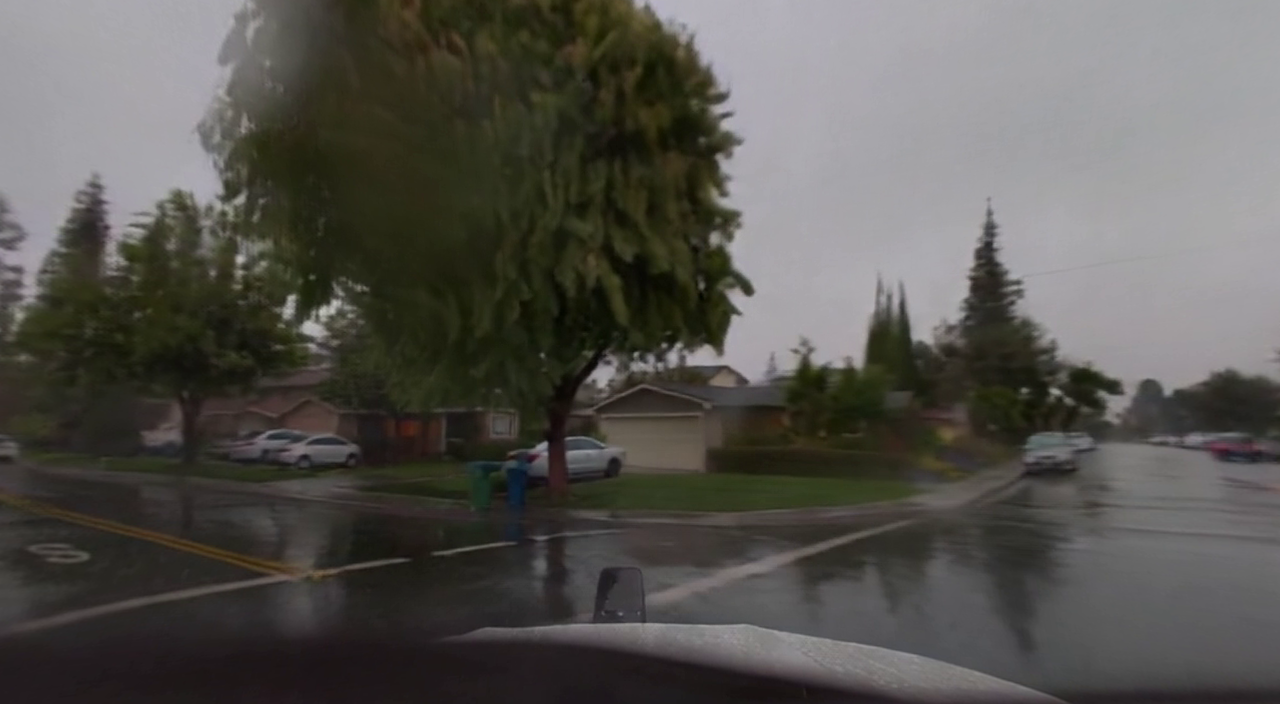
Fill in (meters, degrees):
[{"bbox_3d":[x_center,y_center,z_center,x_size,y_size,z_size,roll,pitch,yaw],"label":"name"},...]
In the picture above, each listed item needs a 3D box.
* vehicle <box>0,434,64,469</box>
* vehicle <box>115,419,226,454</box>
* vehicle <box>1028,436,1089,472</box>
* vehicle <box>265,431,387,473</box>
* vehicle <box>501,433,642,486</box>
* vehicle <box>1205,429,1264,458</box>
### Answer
[{"bbox_3d":[-28.767,4.558,29.161,4.698,1.506,2.009,-5,-10,34],"label":"vehicle"},{"bbox_3d":[-28.344,5.123,38.317,2.181,1.911,4.861,-7,-10,36],"label":"vehicle"},{"bbox_3d":[19.475,4.704,29.310,2.075,1.551,4.074,-6,-10,35],"label":"vehicle"},{"bbox_3d":[-13.554,4.331,27.493,1.978,1.666,4.230,-6,-11,37],"label":"vehicle"},{"bbox_3d":[-2.064,3.425,20.428,1.917,1.499,4.569,-6,-10,36],"label":"vehicle"},{"bbox_3d":[36.439,5.626,38.814,2.116,1.711,4.155,-6,-10,37],"label":"vehicle"}]
